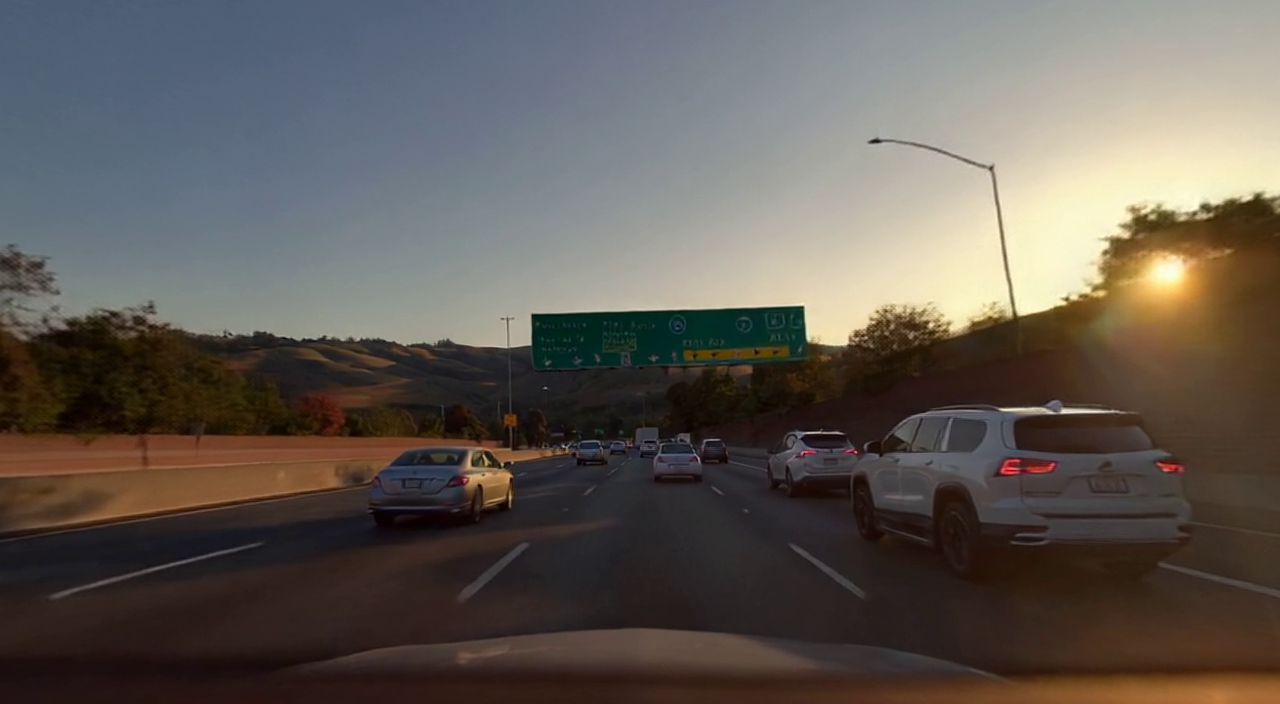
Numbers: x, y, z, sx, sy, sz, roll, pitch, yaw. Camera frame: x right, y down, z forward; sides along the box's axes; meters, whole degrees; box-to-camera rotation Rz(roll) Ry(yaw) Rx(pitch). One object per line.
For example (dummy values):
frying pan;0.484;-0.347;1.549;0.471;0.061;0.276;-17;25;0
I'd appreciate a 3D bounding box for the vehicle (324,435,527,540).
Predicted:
vehicle;-3.432;2.227;11.133;1.961;1.456;4.362;0;-8;1

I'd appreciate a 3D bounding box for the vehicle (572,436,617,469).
vehicle;-2.625;5.946;37.594;2.154;1.793;4.736;0;-8;3

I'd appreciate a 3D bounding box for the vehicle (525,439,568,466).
vehicle;-6.470;6.966;44.099;2.055;1.751;4.825;0;-8;2

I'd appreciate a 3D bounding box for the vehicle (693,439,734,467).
vehicle;4.135;5.747;36.137;1.855;1.513;3.915;0;-8;-1

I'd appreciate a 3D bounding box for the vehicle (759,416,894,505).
vehicle;4.372;2.623;15.665;1.970;1.872;4.575;0;-8;0

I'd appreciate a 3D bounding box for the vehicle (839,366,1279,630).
vehicle;3.761;1.320;6.628;1.930;1.831;4.344;0;-8;1

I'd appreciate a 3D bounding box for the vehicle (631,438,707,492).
vehicle;0.782;3.418;19.454;2.105;1.471;3.978;0;-8;0
